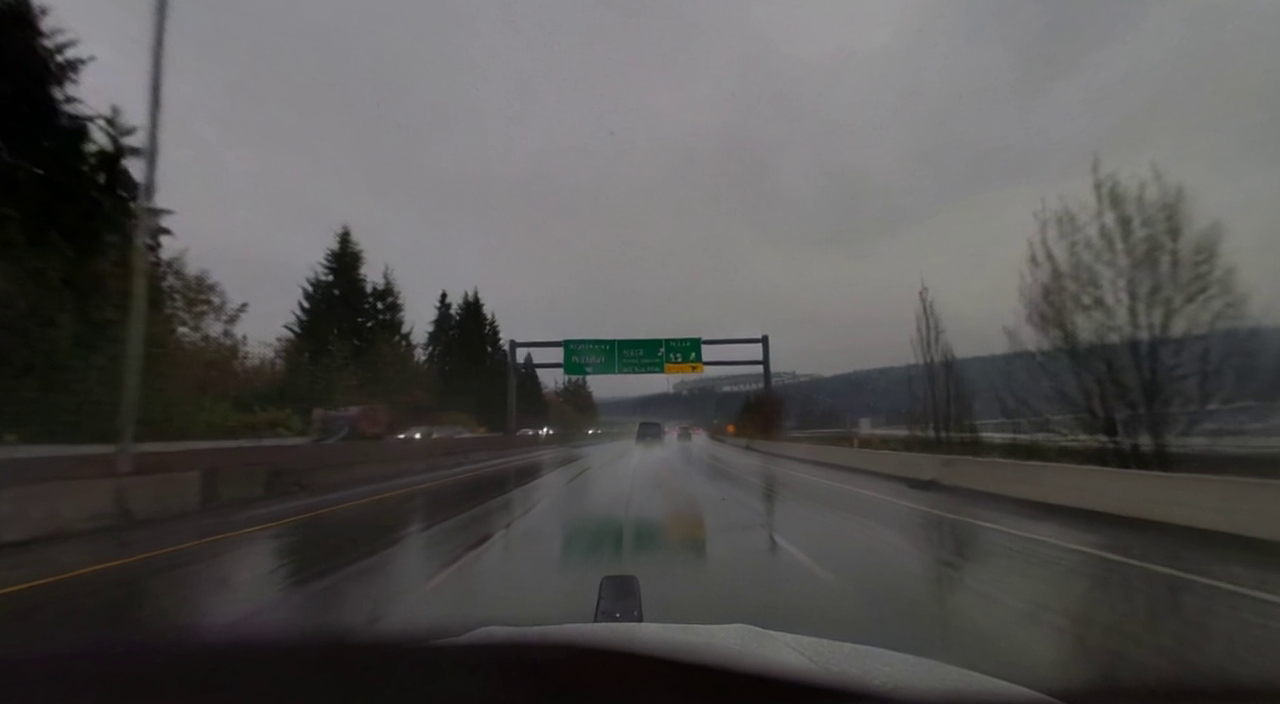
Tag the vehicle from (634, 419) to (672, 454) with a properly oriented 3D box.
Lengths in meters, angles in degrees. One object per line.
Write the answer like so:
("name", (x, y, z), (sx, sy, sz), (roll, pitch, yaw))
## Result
("vehicle", (0.908, 5.892, 43.991), (2.450, 2.314, 4.753), (0, -8, 1))
